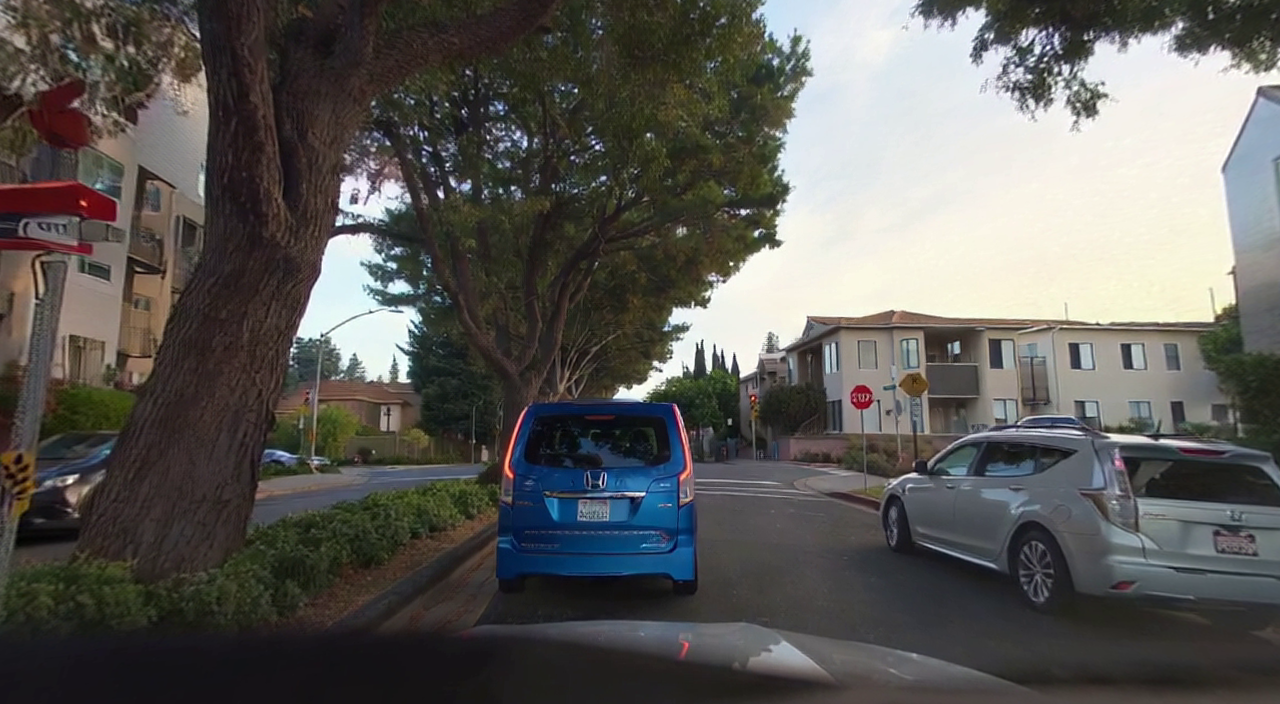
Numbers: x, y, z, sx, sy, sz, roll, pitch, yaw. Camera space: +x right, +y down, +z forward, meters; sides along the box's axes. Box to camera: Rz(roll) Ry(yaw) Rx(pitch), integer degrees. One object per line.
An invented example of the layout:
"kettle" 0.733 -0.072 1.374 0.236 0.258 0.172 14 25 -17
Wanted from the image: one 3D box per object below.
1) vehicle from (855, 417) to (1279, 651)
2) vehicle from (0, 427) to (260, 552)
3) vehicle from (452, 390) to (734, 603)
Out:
"vehicle" 4.220 1.680 6.906 1.959 1.581 4.731 4 -9 -2
"vehicle" -8.291 2.020 10.054 1.825 1.532 4.083 -3 -7 2
"vehicle" -0.406 1.563 7.728 2.377 1.787 4.652 0 -8 0
